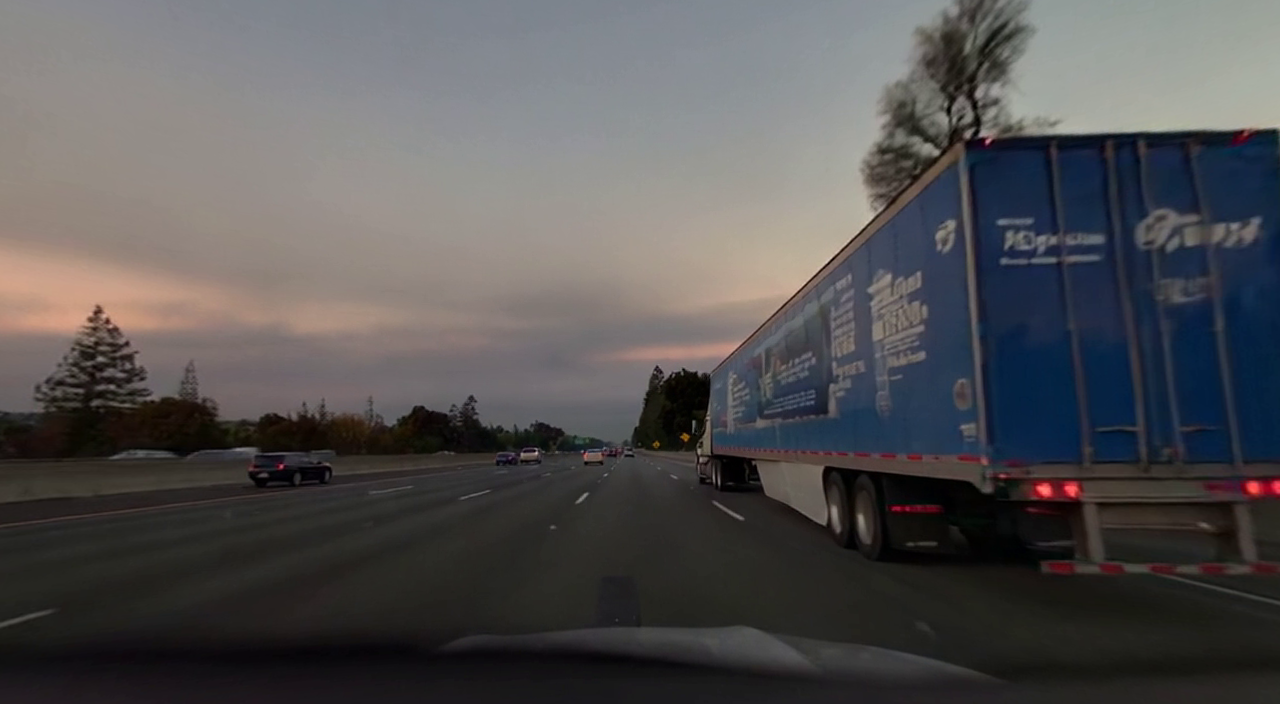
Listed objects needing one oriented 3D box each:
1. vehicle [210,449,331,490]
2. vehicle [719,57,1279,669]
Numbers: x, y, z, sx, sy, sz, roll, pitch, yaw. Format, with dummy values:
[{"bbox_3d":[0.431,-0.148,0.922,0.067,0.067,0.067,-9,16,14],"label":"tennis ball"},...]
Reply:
[{"bbox_3d":[-14.635,4.654,25.407,1.982,1.471,4.747,0,-9,0],"label":"vehicle"},{"bbox_3d":[4.201,1.112,11.904,3.140,4.100,15.551,0,-9,-1],"label":"vehicle"}]
